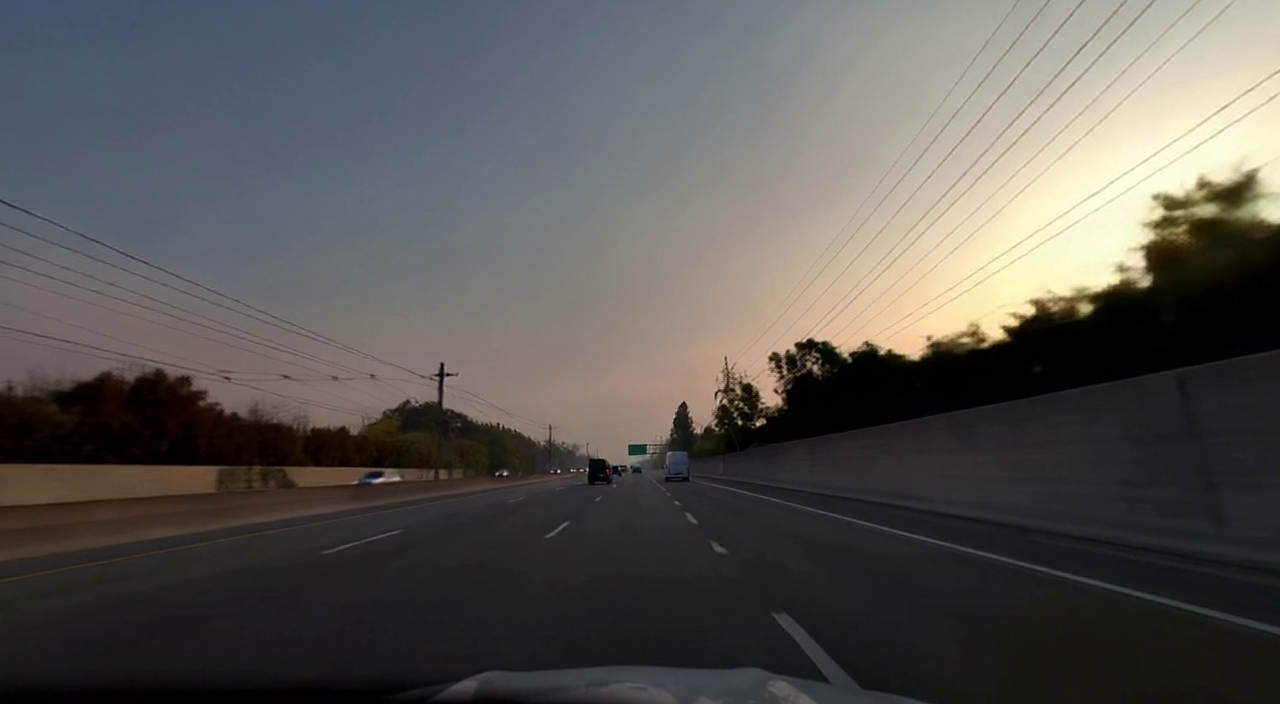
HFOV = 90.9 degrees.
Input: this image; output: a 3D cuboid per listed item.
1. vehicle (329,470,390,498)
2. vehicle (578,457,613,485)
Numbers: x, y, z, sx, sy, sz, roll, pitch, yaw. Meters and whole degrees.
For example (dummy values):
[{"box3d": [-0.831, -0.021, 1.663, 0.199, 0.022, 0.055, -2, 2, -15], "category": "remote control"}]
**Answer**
[{"box3d": [-17.444, 8.196, 39.362, 1.980, 1.566, 3.795, 1, -11, 0], "category": "vehicle"}, {"box3d": [-3.365, 9.166, 48.702, 2.324, 2.008, 4.654, 1, -10, 0], "category": "vehicle"}]
